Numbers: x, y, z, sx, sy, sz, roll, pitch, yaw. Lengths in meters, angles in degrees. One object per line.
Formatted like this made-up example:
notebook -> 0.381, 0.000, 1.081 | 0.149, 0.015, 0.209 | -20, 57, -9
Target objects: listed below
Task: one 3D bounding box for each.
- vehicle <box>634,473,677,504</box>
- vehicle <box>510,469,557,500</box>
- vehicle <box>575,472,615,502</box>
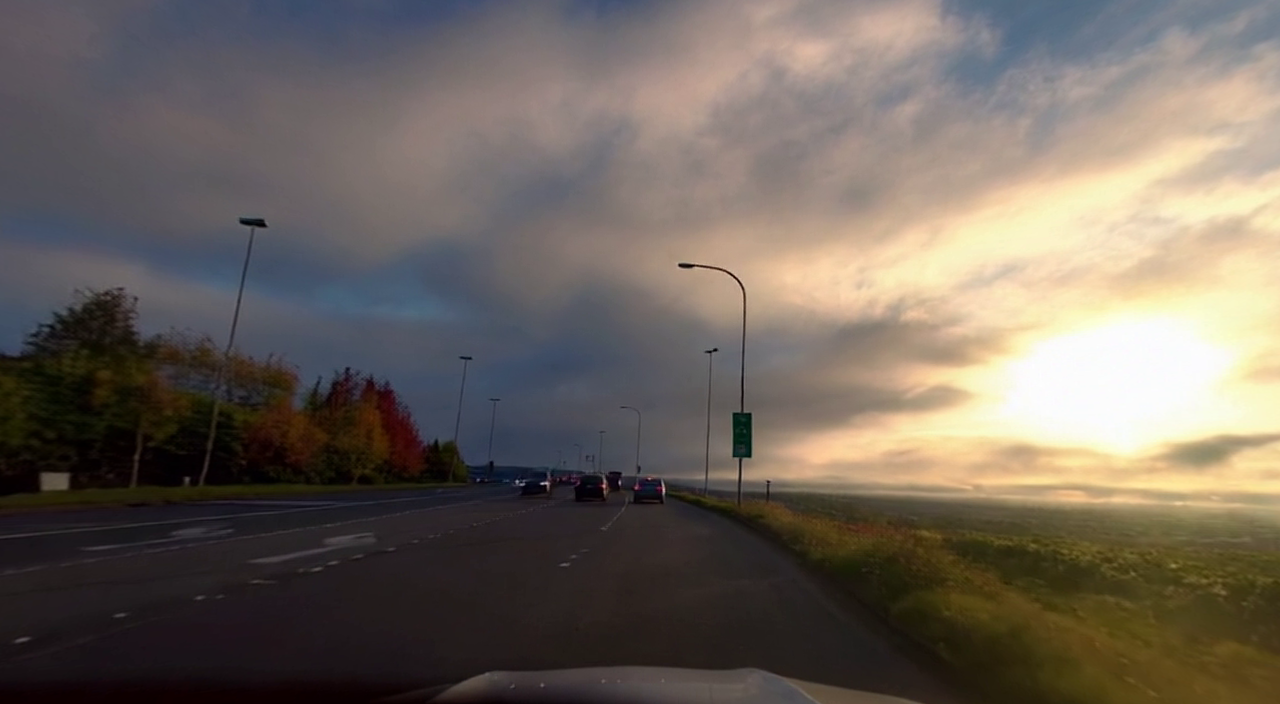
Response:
vehicle -> 0.791, 7.334, 34.044 | 2.129, 1.471, 4.258 | 1, -10, -1
vehicle -> -5.965, 7.438, 35.696 | 2.016, 1.573, 4.259 | 1, -10, -1
vehicle -> -2.501, 7.672, 36.067 | 2.030, 1.441, 4.806 | 1, -10, -1
